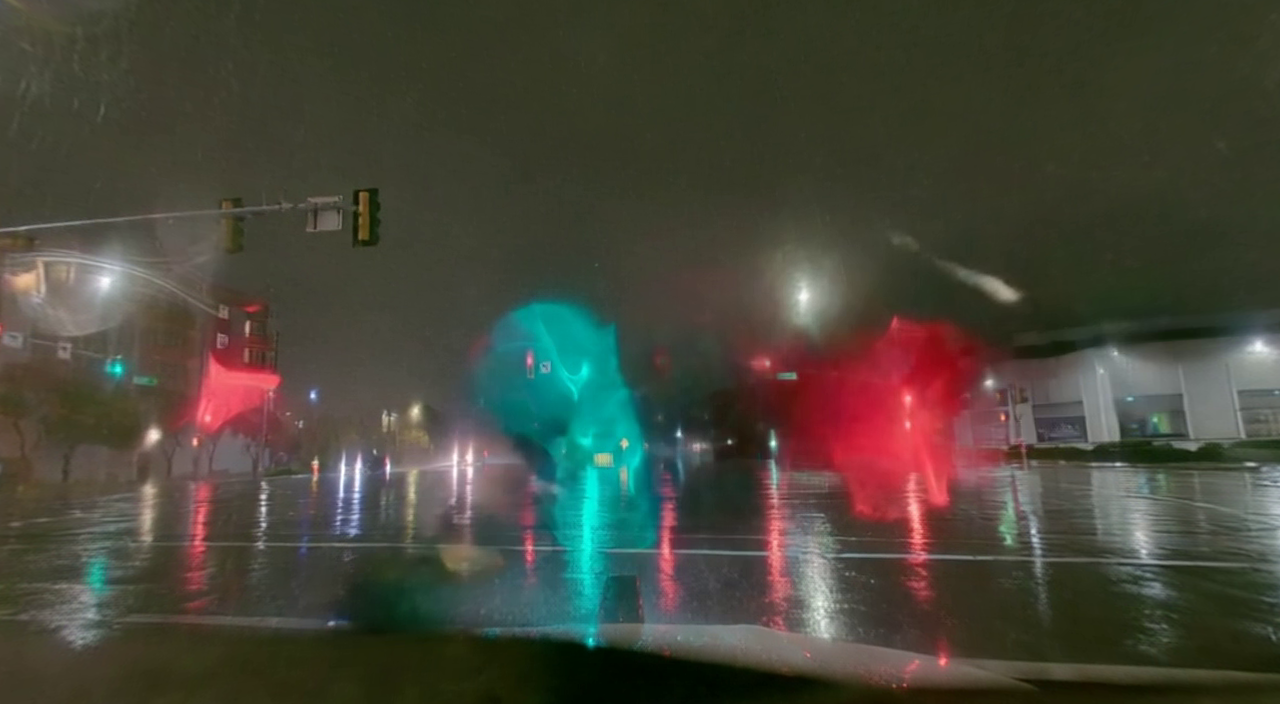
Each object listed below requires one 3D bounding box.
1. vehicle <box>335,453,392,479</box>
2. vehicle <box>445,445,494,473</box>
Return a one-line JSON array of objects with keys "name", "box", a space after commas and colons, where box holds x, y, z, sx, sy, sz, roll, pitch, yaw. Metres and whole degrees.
[{"name": "vehicle", "box": [-18.858, 7.752, 43.255, 1.933, 1.664, 4.255, 0, -9, 1]}, {"name": "vehicle", "box": [-12.162, 7.665, 45.432, 2.151, 1.847, 4.634, 0, -9, 0]}]
